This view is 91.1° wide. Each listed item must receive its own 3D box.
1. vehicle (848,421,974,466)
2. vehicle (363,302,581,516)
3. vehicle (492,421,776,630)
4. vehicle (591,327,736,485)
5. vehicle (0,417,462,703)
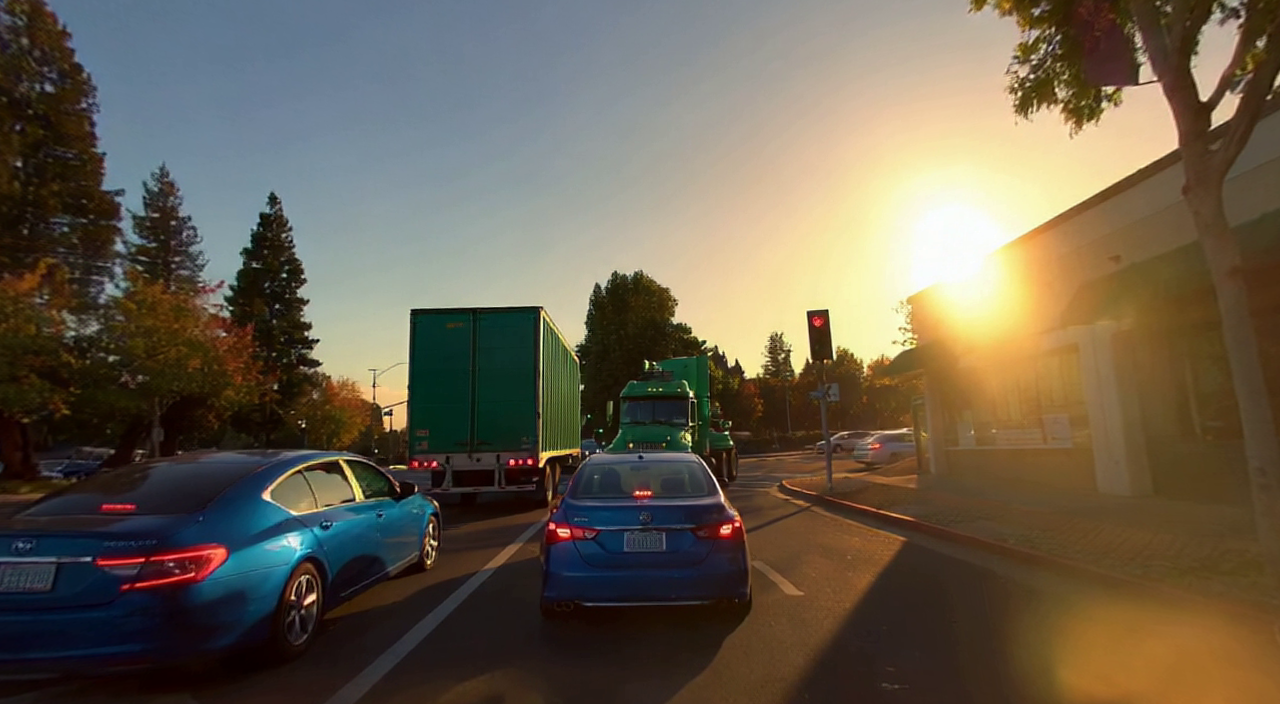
[{"bbox_3d":[12.137,4.165,28.378,4.681,1.713,1.969,-3,-9,-1],"label":"vehicle"},{"bbox_3d":[-3.265,1.487,14.646,3.020,3.800,7.105,0,-8,0],"label":"vehicle"},{"bbox_3d":[-0.105,1.571,6.710,2.067,1.506,4.118,0,-8,-2],"label":"vehicle"},{"bbox_3d":[0.364,1.398,16.696,2.803,3.066,8.341,-2,-5,-1],"label":"vehicle"},{"bbox_3d":[-3.090,1.373,5.172,1.969,1.471,4.378,0,-8,0],"label":"vehicle"}]
